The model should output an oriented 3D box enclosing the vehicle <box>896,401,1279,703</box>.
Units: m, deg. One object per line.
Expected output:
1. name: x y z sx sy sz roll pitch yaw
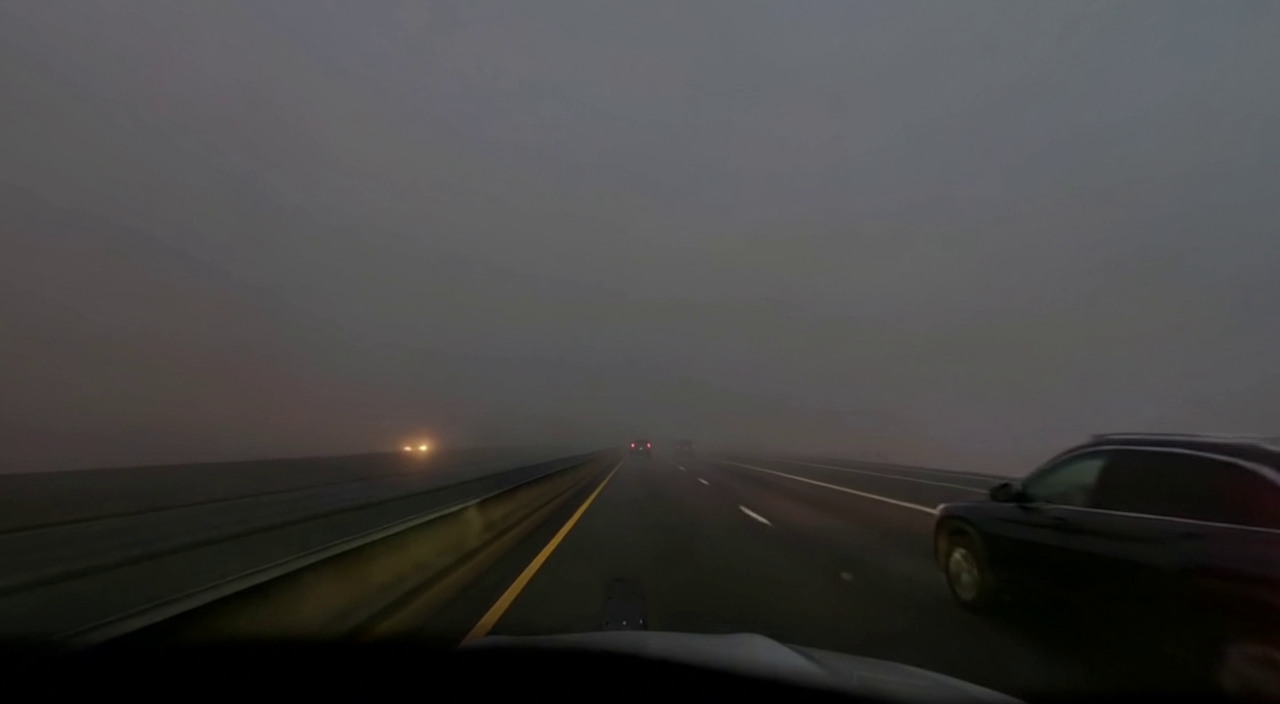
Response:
1. vehicle: 3.492 1.124 3.714 2.091 1.482 4.522 0 -8 1
